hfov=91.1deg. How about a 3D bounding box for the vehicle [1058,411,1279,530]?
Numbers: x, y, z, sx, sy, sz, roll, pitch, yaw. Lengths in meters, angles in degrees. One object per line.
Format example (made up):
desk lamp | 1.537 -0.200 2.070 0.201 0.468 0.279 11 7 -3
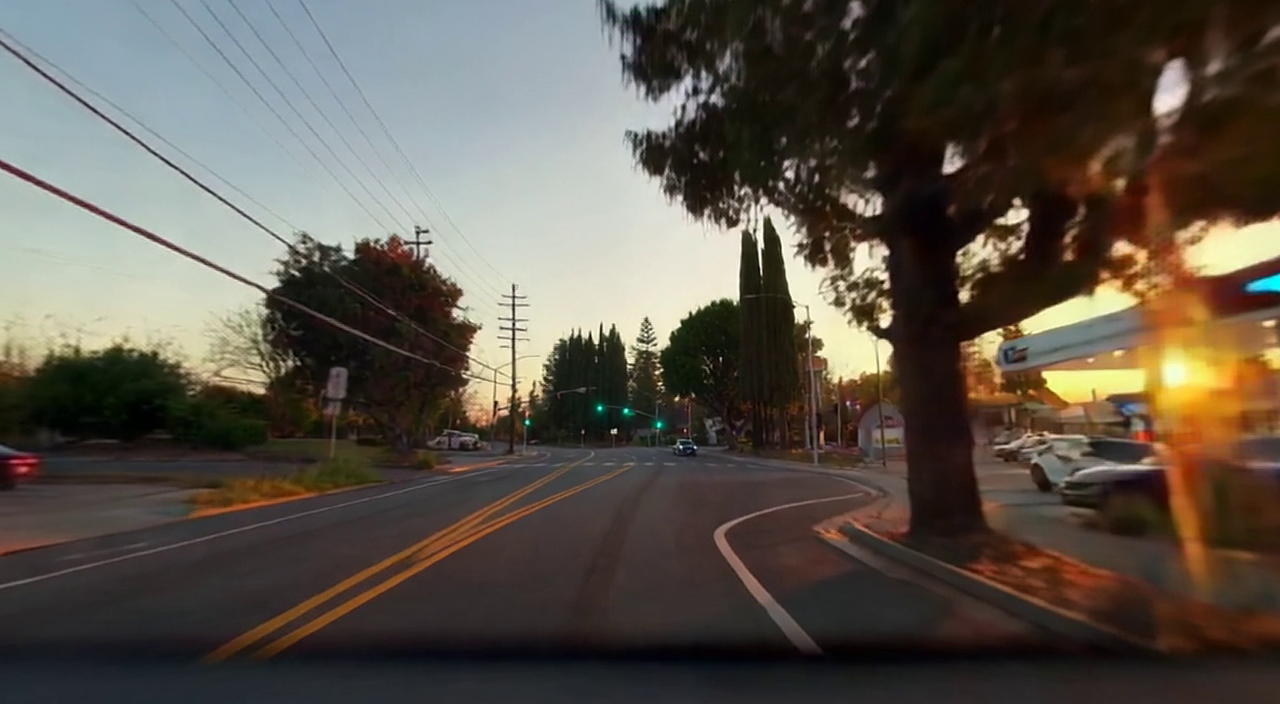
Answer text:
vehicle | 10.214 1.954 10.597 4.736 1.816 1.999 -2 -9 16
